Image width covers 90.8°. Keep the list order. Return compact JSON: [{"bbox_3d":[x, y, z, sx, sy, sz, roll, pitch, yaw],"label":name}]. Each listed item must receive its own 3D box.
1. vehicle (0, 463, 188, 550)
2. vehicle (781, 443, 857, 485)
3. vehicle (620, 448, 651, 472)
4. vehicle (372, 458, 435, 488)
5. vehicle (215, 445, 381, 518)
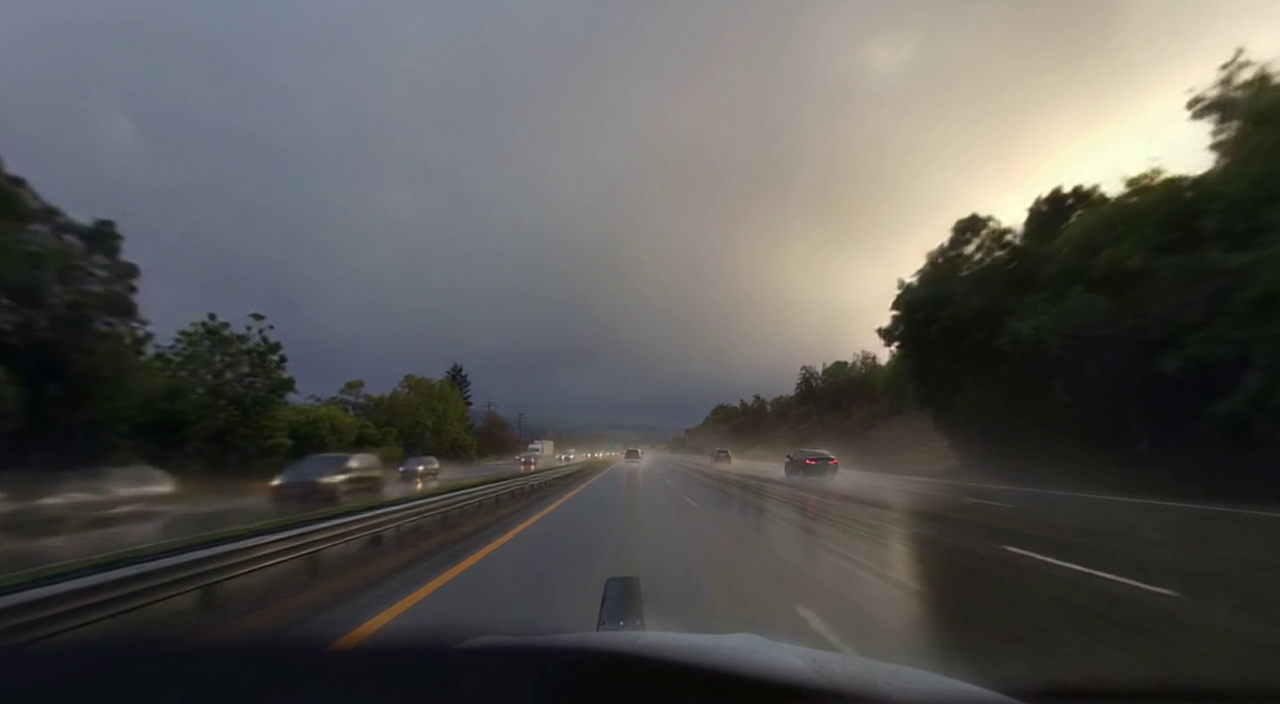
[{"bbox_3d":[-12.507,3.303,14.079,1.824,1.548,4.025,0,-9,0],"label":"vehicle"},{"bbox_3d":[7.186,4.516,25.746,1.903,1.566,3.866,0,-9,-1],"label":"vehicle"},{"bbox_3d":[-0.308,7.340,43.118,2.021,1.507,4.272,0,-9,0],"label":"vehicle"},{"bbox_3d":[-12.916,6.622,34.768,1.810,1.498,4.320,0,-9,0],"label":"vehicle"},{"bbox_3d":[-8.846,3.340,16.839,1.997,1.658,4.291,0,-9,0],"label":"vehicle"}]
